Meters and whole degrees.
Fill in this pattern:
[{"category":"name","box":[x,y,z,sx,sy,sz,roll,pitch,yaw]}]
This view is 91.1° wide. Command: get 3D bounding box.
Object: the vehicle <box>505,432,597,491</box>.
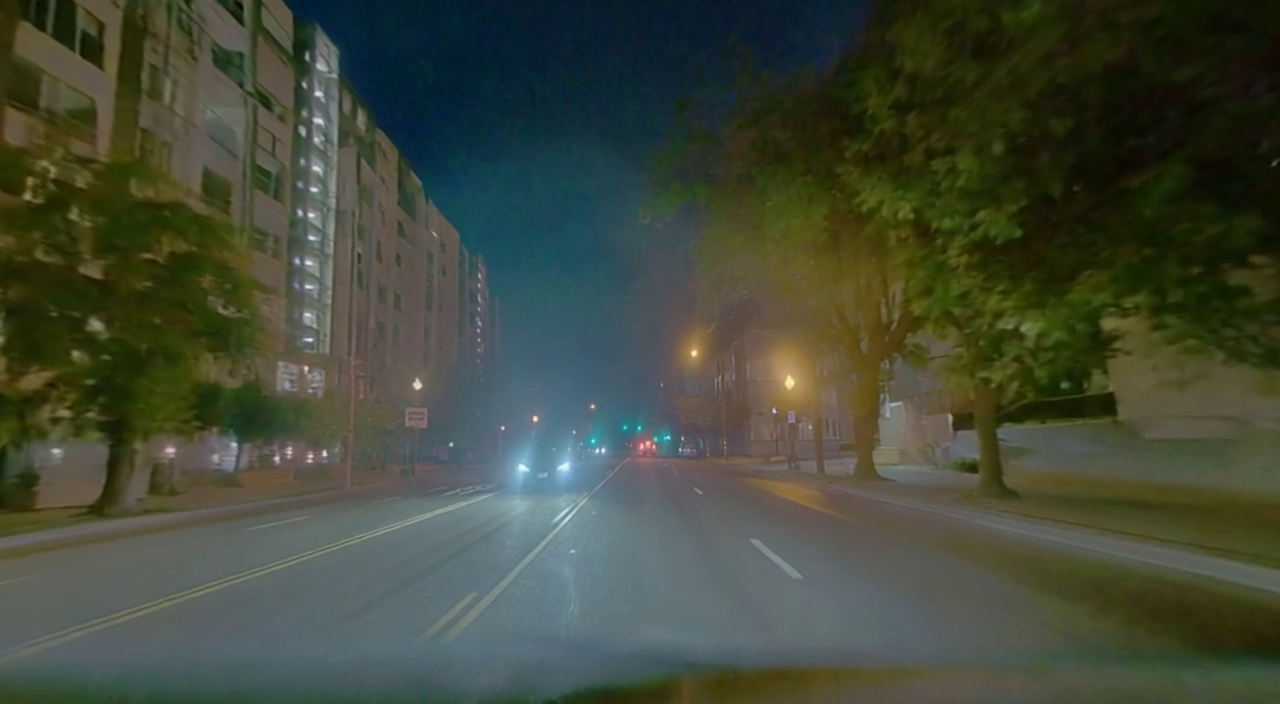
[{"category":"vehicle","box":[-2.834,3.610,21.109,2.332,1.732,4.463,-1,-8,1]}]
